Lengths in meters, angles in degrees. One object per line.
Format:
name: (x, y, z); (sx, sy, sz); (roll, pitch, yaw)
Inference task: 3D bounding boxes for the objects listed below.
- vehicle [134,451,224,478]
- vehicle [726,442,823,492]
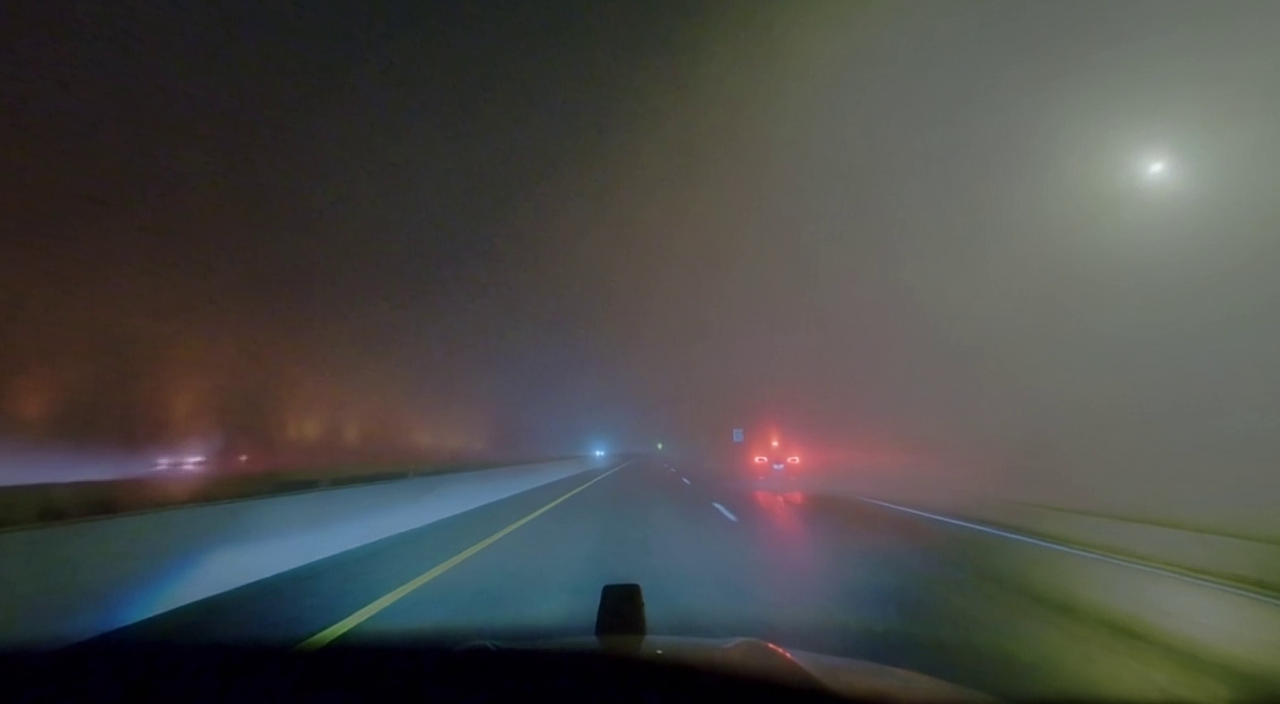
vehicle: (-28.877, 7.035, 39.525); (1.906, 1.518, 4.817); (0, -8, 1)
vehicle: (4.125, 3.588, 20.062); (2.124, 1.405, 4.398); (0, -8, 0)
